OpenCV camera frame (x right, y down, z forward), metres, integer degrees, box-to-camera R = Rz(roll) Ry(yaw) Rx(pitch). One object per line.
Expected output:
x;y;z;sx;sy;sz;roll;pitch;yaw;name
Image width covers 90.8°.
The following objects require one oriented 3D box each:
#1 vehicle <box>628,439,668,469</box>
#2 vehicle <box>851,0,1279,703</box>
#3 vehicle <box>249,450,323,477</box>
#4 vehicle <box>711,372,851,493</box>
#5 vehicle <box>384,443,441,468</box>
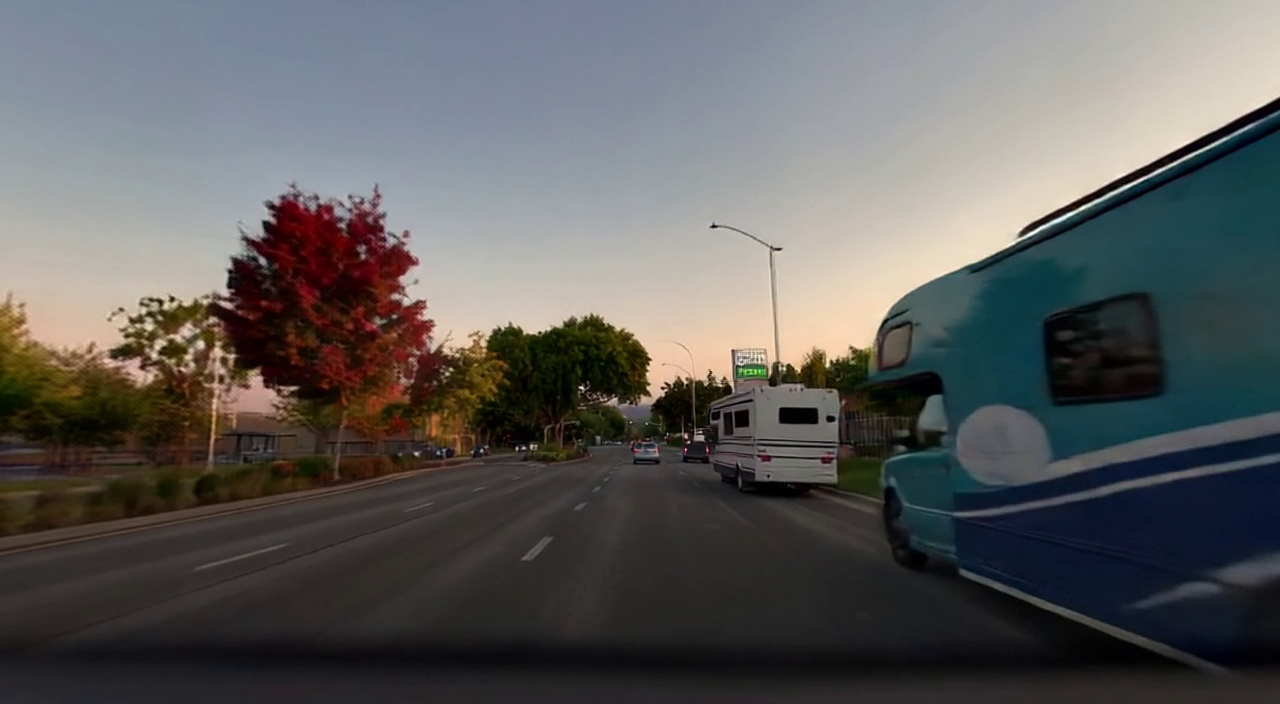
0.420;5.669;35.245;2.103;1.506;4.742;0;-9;0;vehicle
4.124;-0.055;3.705;2.896;3.921;8.415;0;-9;1;vehicle
-20.506;6.449;36.821;1.796;1.445;4.236;0;-9;1;vehicle
4.239;2.785;21.066;2.924;3.250;7.780;-1;-9;1;vehicle
-14.447;6.577;40.329;2.028;1.535;4.217;0;-9;1;vehicle
